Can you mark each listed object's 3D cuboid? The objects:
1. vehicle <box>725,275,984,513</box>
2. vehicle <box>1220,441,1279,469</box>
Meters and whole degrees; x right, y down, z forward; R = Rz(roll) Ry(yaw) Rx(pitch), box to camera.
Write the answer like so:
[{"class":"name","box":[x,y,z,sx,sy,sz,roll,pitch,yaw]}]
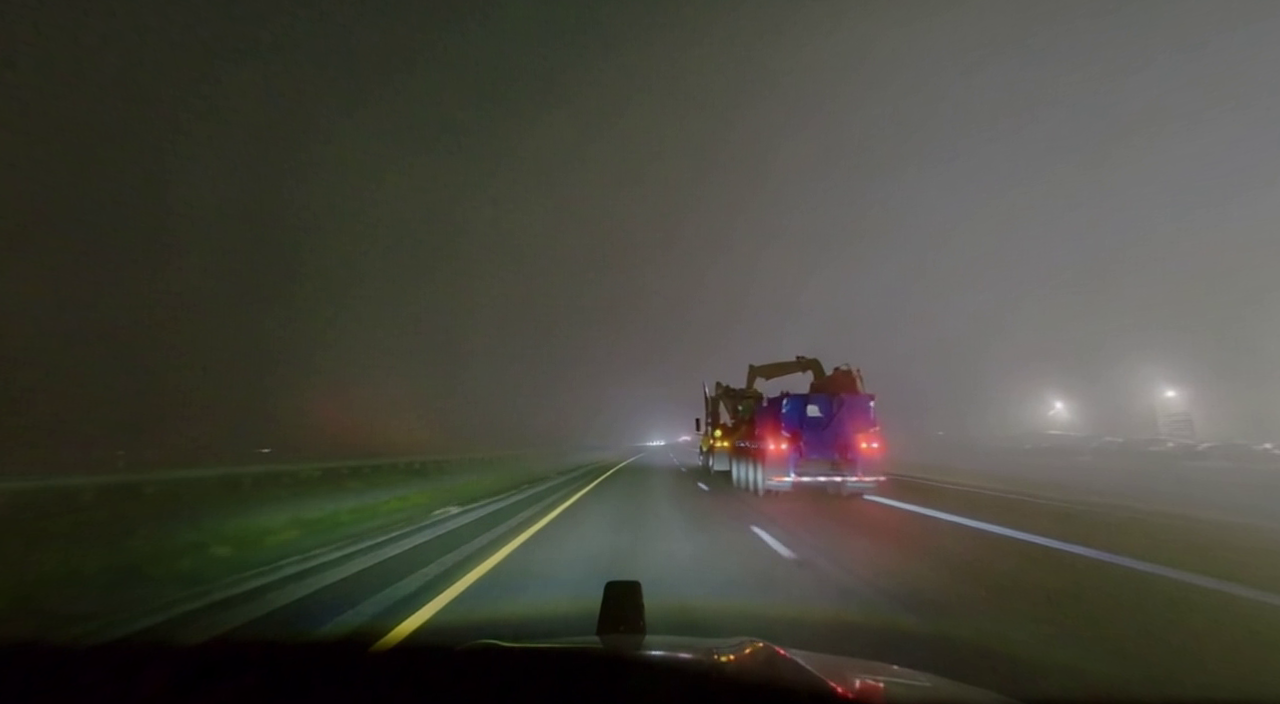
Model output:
[{"class":"vehicle","box":[3.963,1.136,13.759,3.279,3.956,6.541,0,-9,1]},{"class":"vehicle","box":[43.476,7.044,43.211,5.053,1.689,2.144,-3,-8,3]}]
